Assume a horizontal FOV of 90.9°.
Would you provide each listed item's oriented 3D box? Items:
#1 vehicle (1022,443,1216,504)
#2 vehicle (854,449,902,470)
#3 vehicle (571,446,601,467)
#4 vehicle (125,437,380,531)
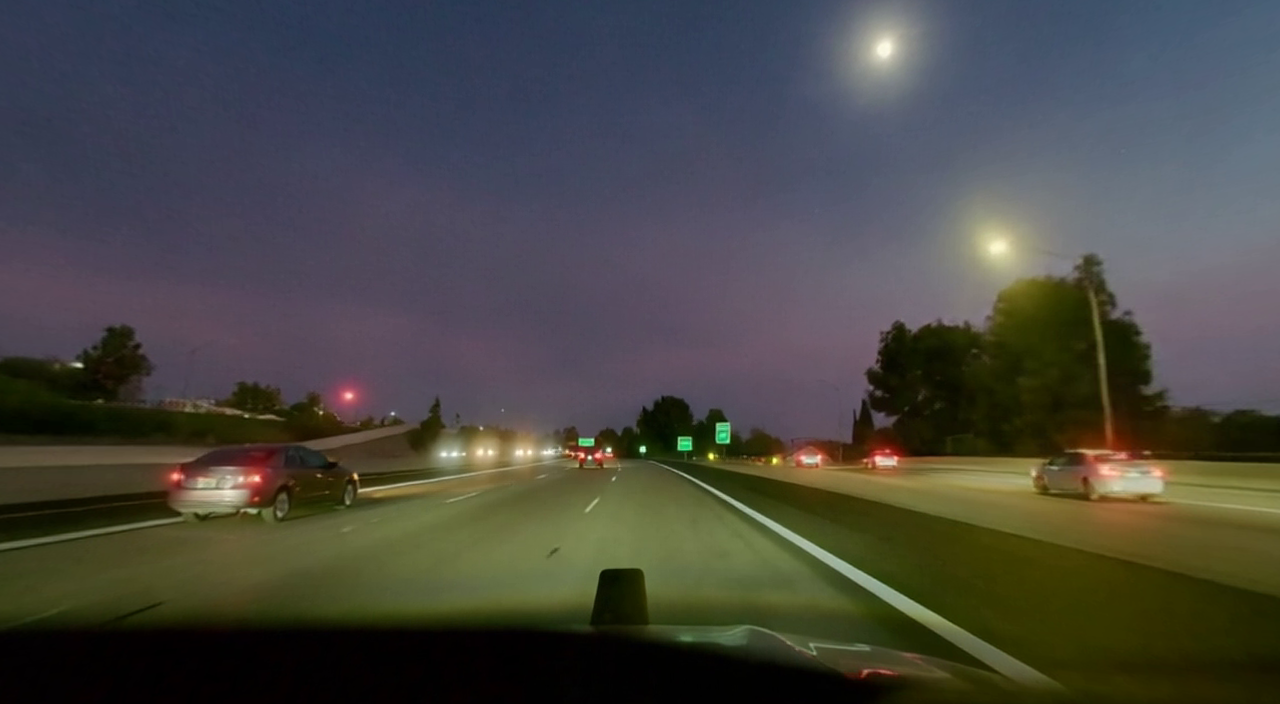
[{"bbox_3d":[13.732,3.467,18.582,2.201,1.535,4.735,0,-8,4],"label":"vehicle"},{"bbox_3d":[17.338,7.829,46.179,1.950,1.462,4.391,0,-8,3],"label":"vehicle"},{"bbox_3d":[-4.009,7.868,47.592,1.936,1.465,4.060,0,-8,0],"label":"vehicle"},{"bbox_3d":[-7.130,2.448,12.393,2.038,1.463,4.656,0,-8,0],"label":"vehicle"}]
